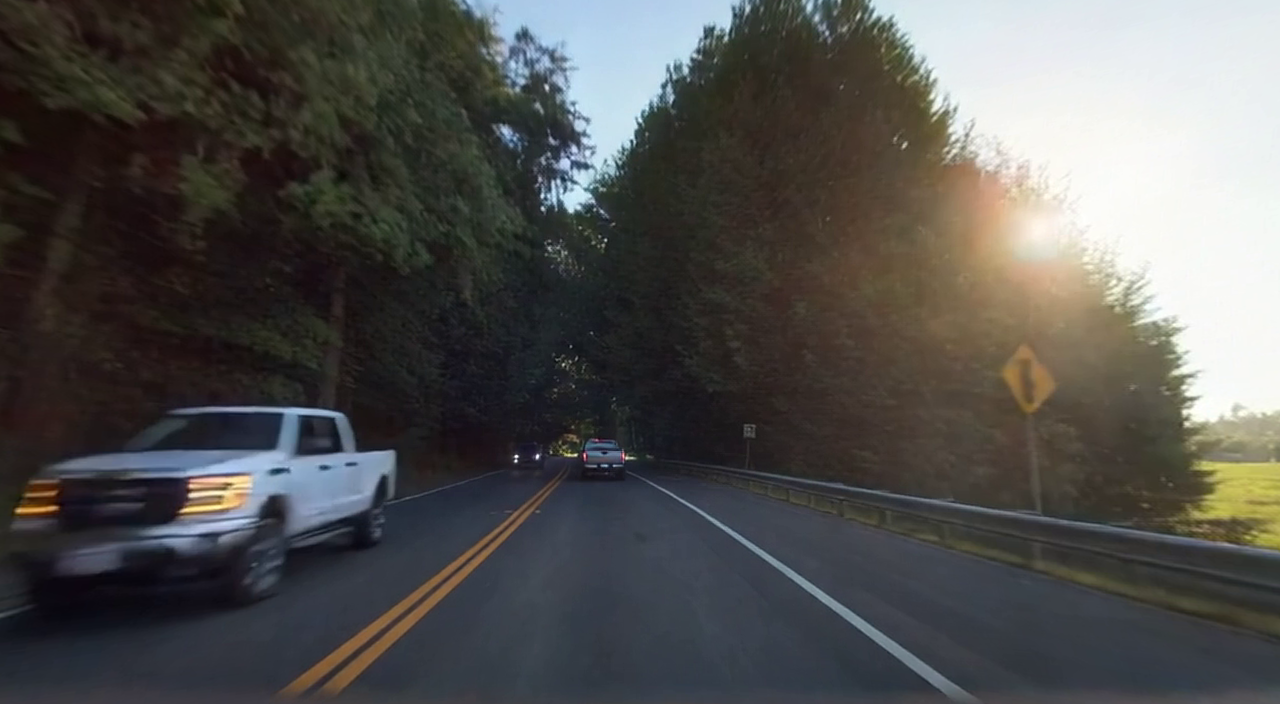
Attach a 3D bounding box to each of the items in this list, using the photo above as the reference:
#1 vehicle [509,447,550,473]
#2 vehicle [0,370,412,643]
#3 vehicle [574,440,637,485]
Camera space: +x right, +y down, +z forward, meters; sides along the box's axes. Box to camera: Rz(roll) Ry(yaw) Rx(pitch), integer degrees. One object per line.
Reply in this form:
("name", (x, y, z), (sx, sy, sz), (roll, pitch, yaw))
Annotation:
("vehicle", (-7.058, 6.950, 40.940), (2.166, 1.513, 4.519), (0, -8, -4))
("vehicle", (-4.618, 1.495, 7.167), (2.374, 1.989, 4.909), (0, -8, -2))
("vehicle", (-1.593, 4.957, 28.819), (2.631, 1.798, 5.331), (0, -8, -4))
